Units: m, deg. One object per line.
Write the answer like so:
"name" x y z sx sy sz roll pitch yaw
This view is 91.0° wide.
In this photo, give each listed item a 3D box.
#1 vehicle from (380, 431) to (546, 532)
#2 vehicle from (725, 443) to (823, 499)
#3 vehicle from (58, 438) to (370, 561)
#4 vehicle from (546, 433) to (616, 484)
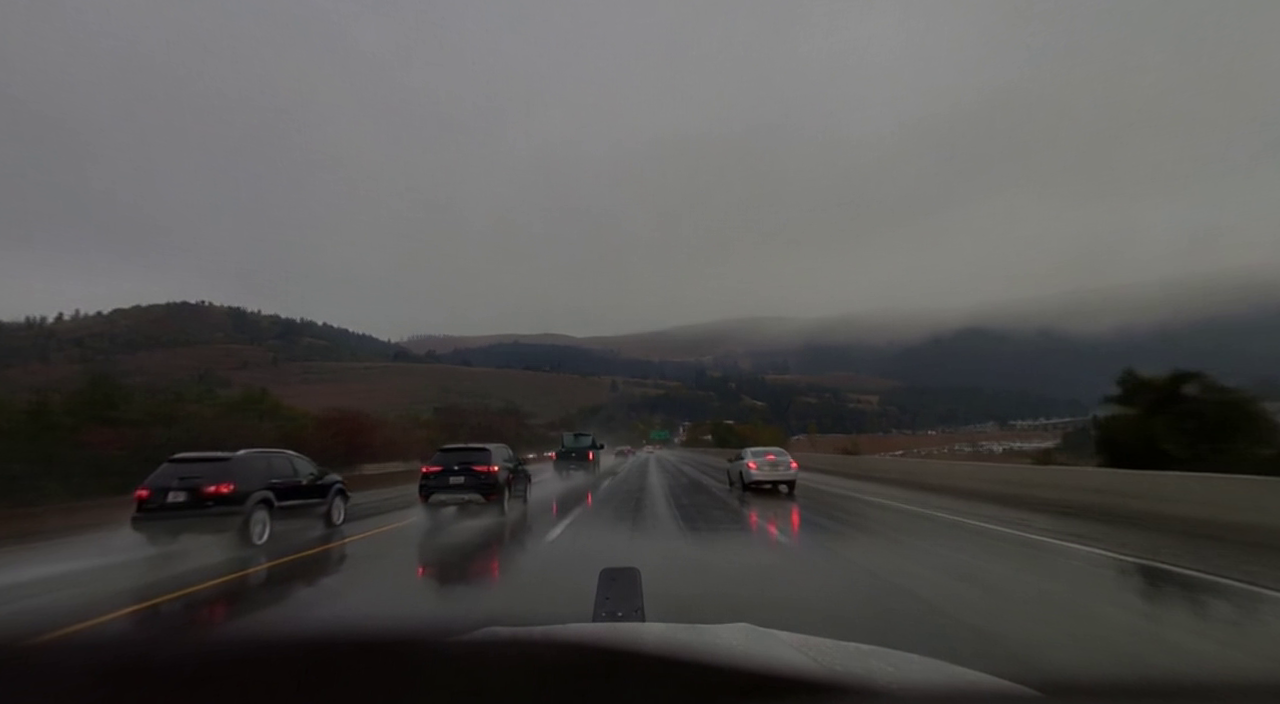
"vehicle" -3.381 2.565 13.019 2.080 1.716 4.207 0 -9 2
"vehicle" 4.095 3.706 20.069 2.071 1.570 4.637 0 -9 0
"vehicle" -6.783 2.354 10.899 2.084 1.639 4.648 0 -9 1
"vehicle" -2.582 4.906 29.260 2.494 2.136 5.539 0 -9 2
